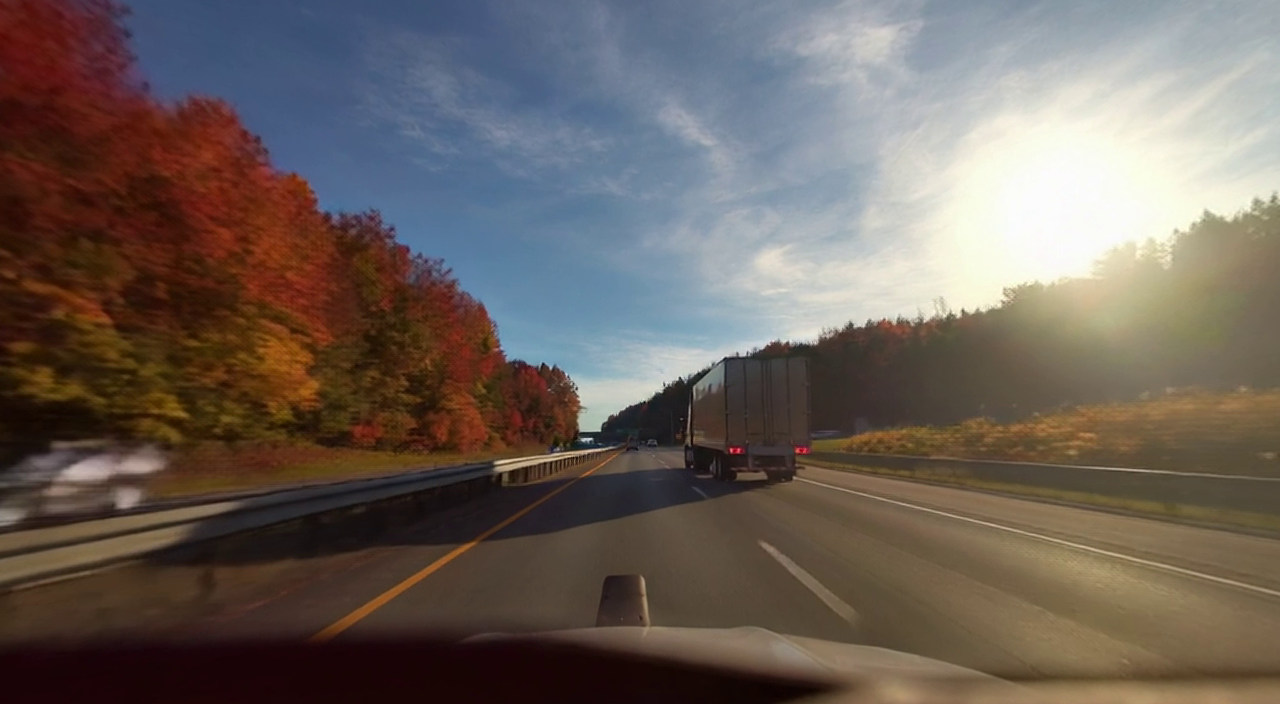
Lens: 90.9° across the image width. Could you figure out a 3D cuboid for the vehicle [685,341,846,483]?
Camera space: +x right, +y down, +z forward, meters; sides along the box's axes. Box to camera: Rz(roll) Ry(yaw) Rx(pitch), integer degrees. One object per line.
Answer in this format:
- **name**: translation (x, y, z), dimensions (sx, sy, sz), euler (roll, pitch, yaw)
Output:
- **vehicle**: translation (4.136, 2.763, 25.638), dimensions (3.357, 4.101, 14.659), euler (0, -8, -1)
